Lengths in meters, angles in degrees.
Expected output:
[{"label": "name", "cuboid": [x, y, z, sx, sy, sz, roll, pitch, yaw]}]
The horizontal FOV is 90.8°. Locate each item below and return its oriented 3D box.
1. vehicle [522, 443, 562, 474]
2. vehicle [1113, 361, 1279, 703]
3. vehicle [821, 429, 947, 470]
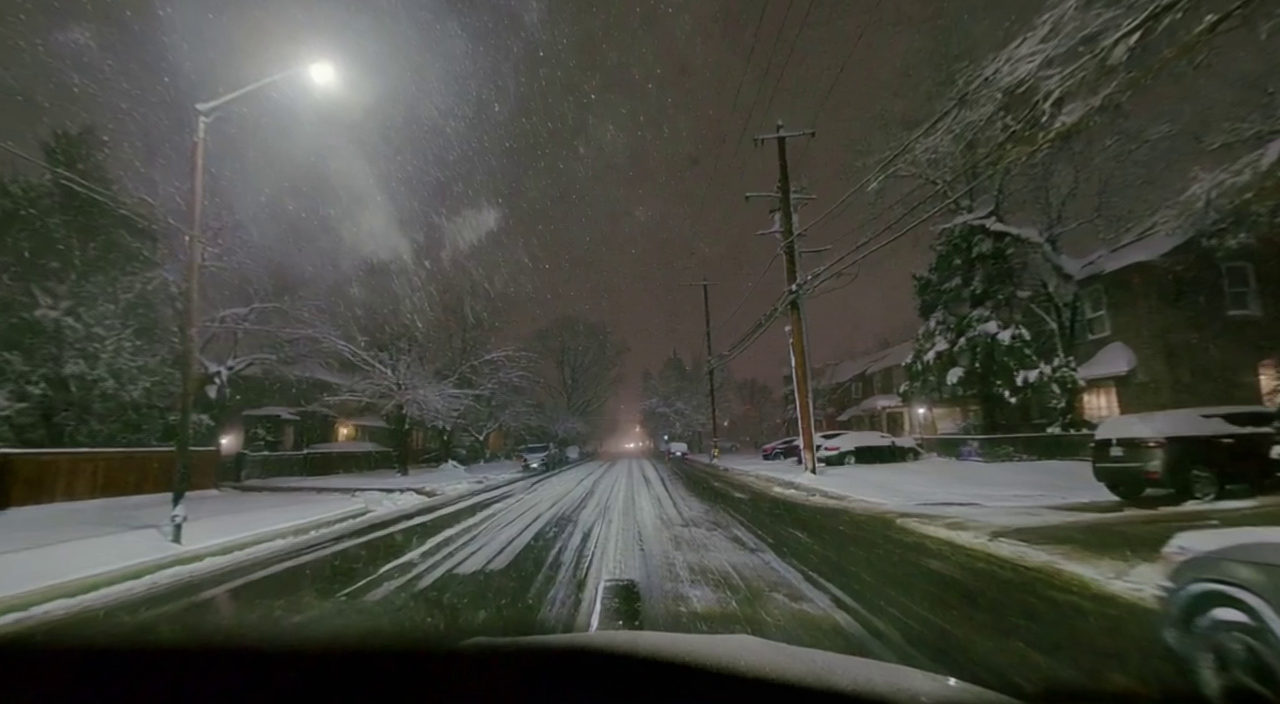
[{"label": "vehicle", "cuboid": [-6.336, 6.878, 41.183, 2.035, 1.736, 3.955, -2, -7, -1]}, {"label": "vehicle", "cuboid": [3.523, 0.640, 1.021, 2.054, 1.638, 4.489, 0, -8, 1]}, {"label": "vehicle", "cuboid": [10.923, 4.407, 28.608, 4.782, 1.748, 2.106, 0, -9, 1]}]
